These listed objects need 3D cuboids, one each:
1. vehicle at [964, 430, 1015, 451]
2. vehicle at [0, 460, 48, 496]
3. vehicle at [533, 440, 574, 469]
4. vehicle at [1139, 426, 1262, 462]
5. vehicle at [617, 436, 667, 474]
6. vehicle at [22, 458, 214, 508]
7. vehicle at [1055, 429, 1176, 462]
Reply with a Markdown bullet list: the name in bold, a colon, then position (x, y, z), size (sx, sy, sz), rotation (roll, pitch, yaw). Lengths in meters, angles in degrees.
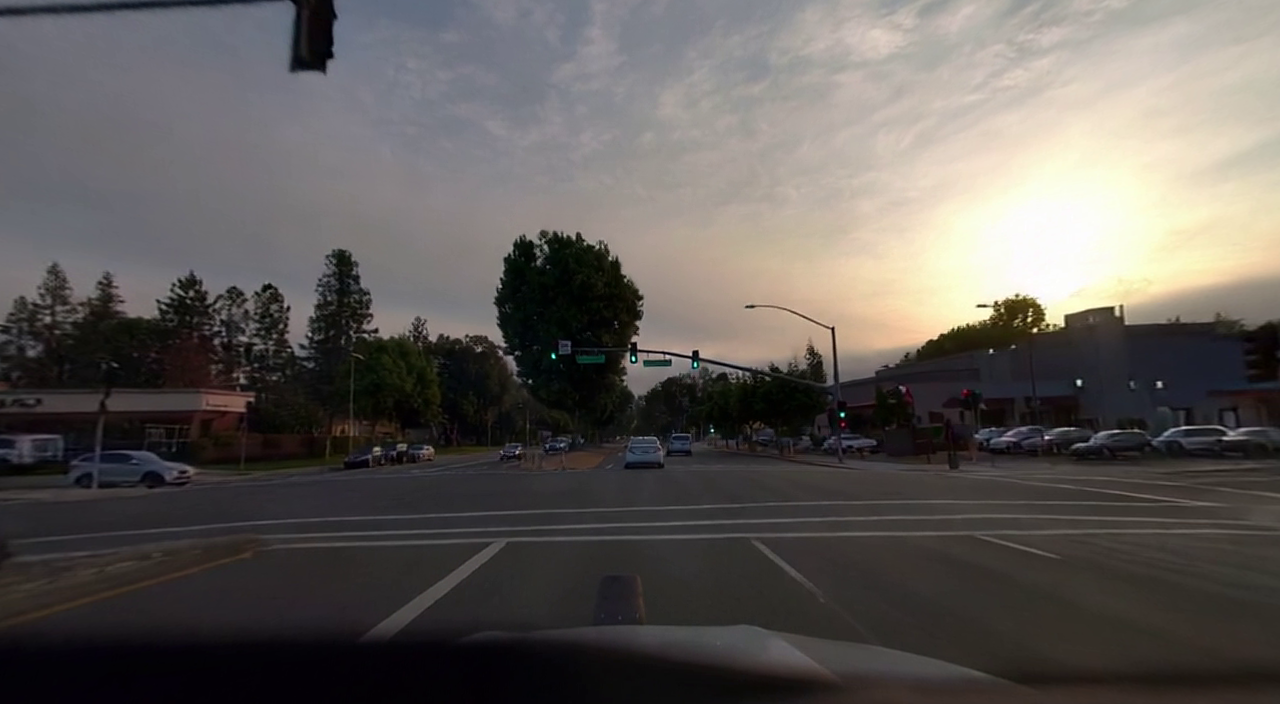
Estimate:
- **vehicle**: position (26.936, 6.839, 48.423), size (4.587, 1.548, 1.998), rotation (8, -12, -42)
- **vehicle**: position (-28.163, 5.599, 28.261), size (1.953, 1.415, 4.553), rotation (7, -11, -40)
- **vehicle**: position (-5.158, 6.160, 37.943), size (1.844, 1.534, 3.831), rotation (-3, -8, 0)
- **vehicle**: position (29.808, 4.901, 33.589), size (1.958, 1.759, 4.517), rotation (7, -11, -38)
- **vehicle**: position (0.052, 4.659, 28.699), size (2.145, 1.572, 4.021), rotation (0, -8, -1)
- **vehicle**: position (-18.845, 4.732, 23.263), size (2.311, 1.485, 5.817), rotation (0, -8, -2)
- **vehicle**: position (25.813, 5.114, 34.327), size (1.941, 1.641, 4.829), rotation (7, -11, -39)
